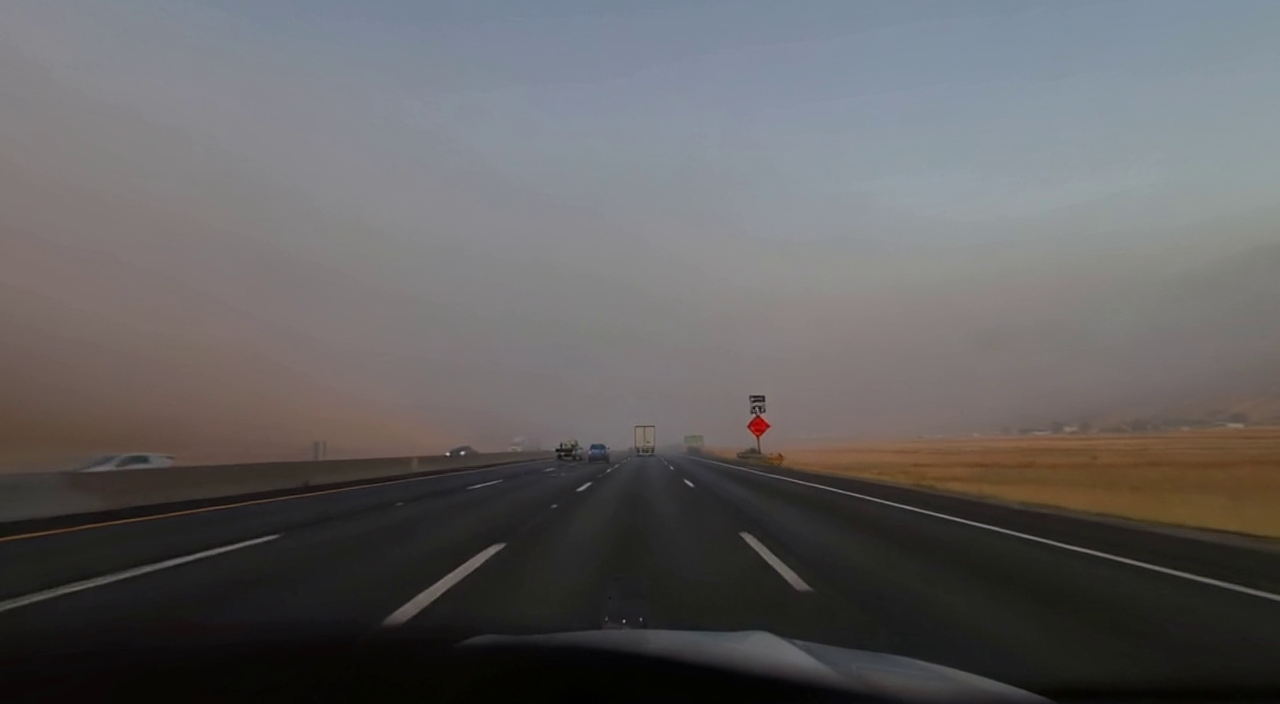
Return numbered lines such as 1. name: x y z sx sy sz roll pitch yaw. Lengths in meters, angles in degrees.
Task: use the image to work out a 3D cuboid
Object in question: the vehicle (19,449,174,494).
1. vehicle: -20.868 4.556 24.527 2.007 1.533 4.429 0 -8 1
